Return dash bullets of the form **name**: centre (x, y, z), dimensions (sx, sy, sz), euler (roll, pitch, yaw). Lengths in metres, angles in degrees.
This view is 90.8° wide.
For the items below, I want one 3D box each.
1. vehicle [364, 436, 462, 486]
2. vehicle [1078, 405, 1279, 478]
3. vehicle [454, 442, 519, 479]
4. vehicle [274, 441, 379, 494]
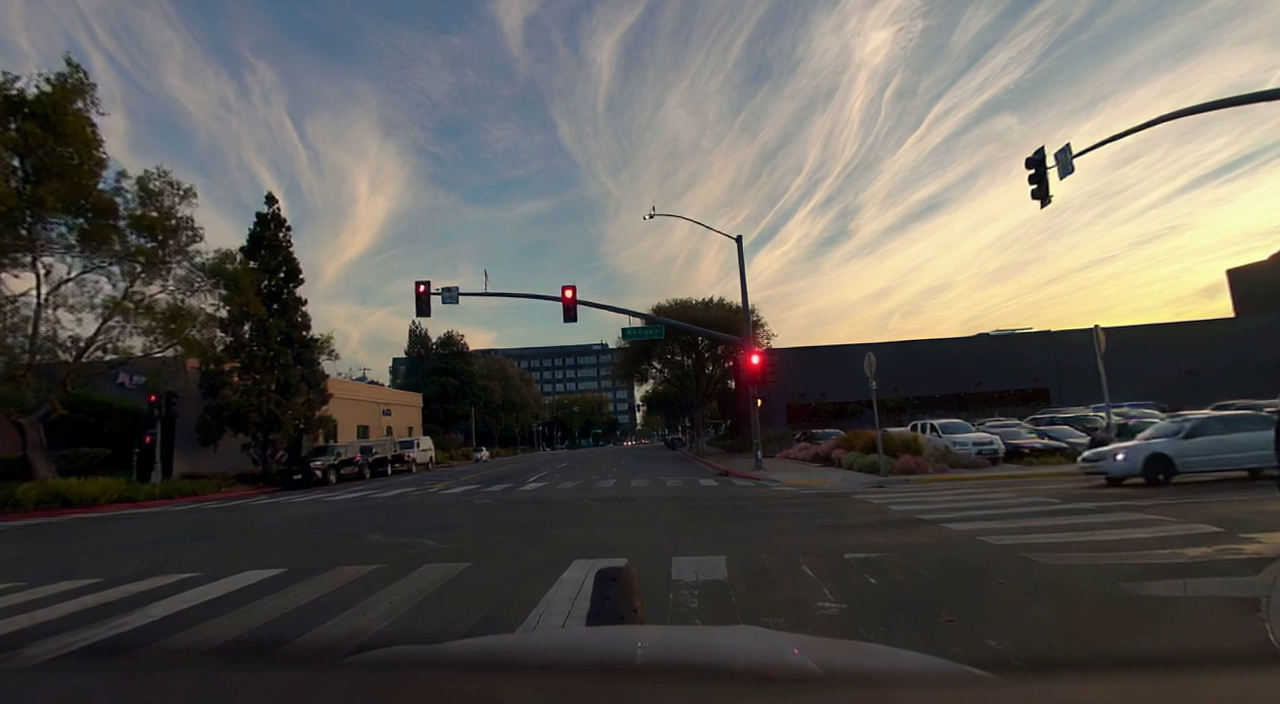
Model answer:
- **vehicle**: centre (-10.202, 4.956, 29.052), dimensions (2.475, 1.940, 5.702), euler (-3, -9, -1)
- **vehicle**: centre (12.979, 2.017, 14.276), dimensions (4.531, 1.461, 1.882), euler (-3, -9, 10)
- **vehicle**: centre (-7.014, 4.995, 29.320), dimensions (2.024, 1.470, 4.153), euler (-3, -9, -1)
- **vehicle**: centre (-13.758, 5.062, 28.140), dimensions (2.251, 1.957, 4.968), euler (-4, -9, -1)
